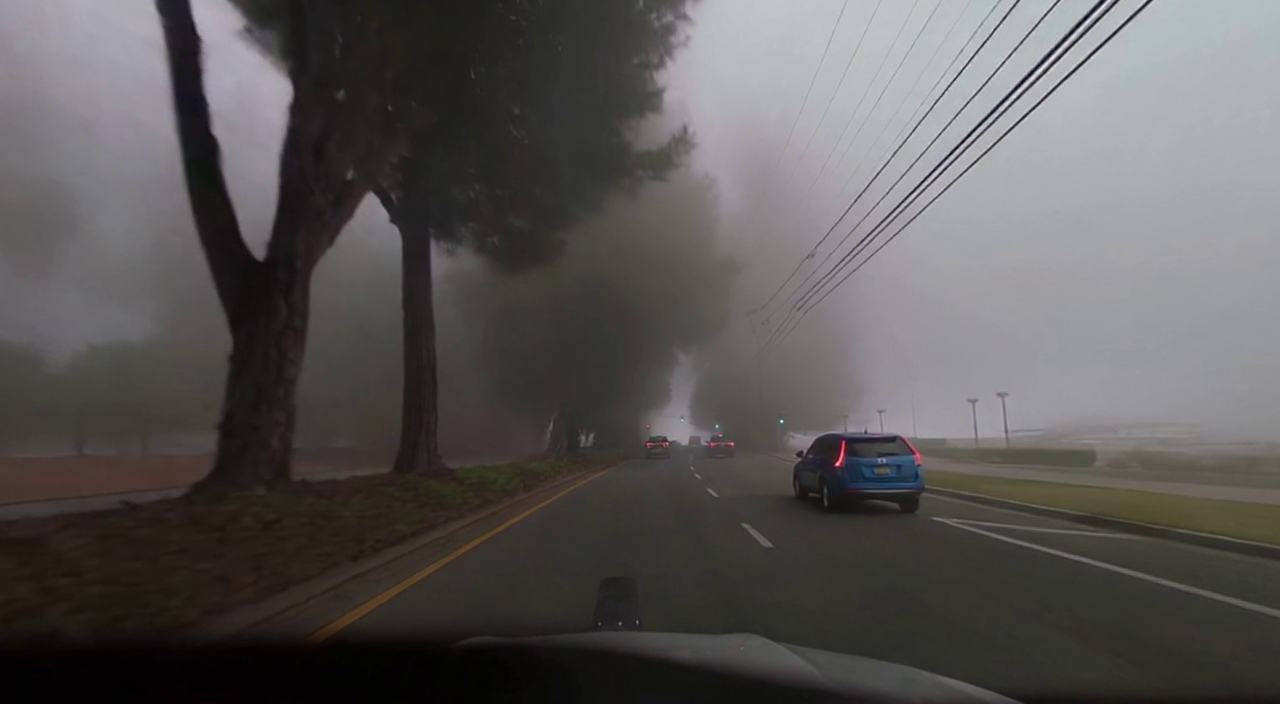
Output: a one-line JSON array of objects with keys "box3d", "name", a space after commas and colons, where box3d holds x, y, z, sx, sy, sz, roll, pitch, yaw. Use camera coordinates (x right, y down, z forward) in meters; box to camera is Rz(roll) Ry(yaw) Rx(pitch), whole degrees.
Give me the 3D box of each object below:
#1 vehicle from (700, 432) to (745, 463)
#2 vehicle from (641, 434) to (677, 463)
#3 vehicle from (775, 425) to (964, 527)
[{"box3d": [5.269, 6.157, 40.854, 2.254, 1.840, 4.918, -1, -9, 1], "name": "vehicle"}, {"box3d": [1.285, 6.212, 40.664, 2.163, 1.746, 4.073, -1, -9, 3], "name": "vehicle"}, {"box3d": [3.940, 2.202, 11.753, 1.881, 1.512, 4.294, -1, -9, 0], "name": "vehicle"}]
